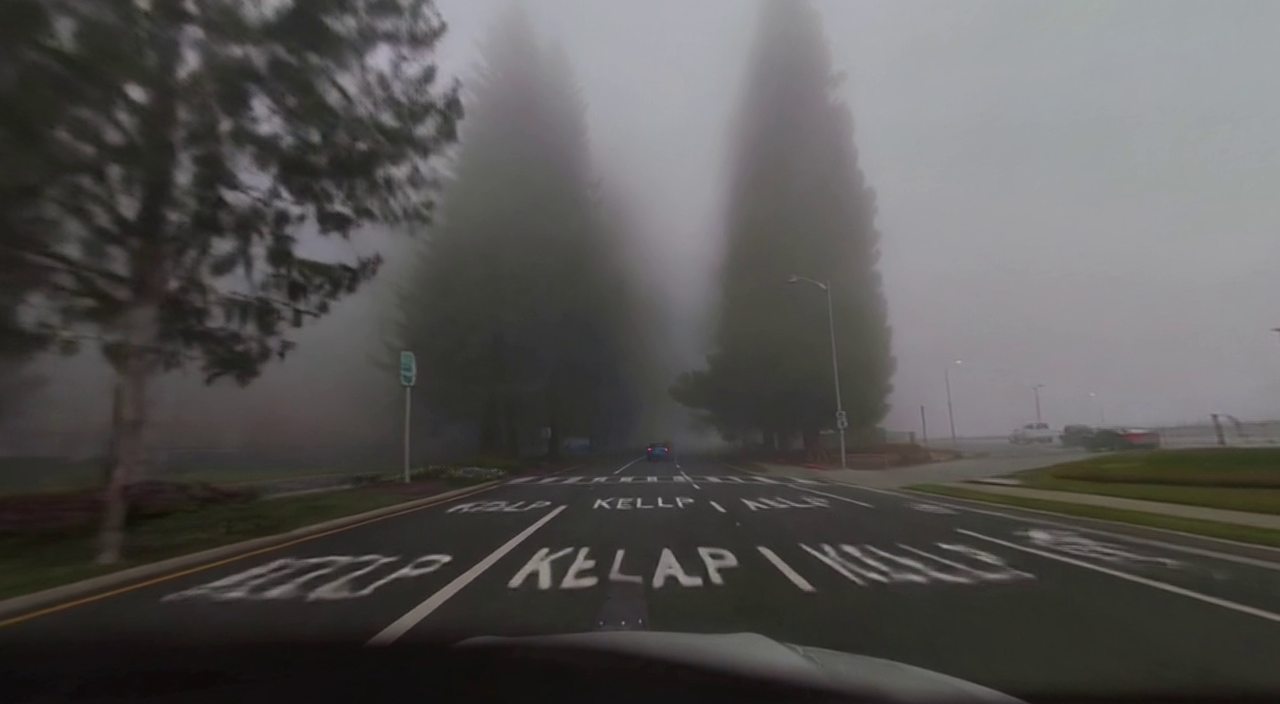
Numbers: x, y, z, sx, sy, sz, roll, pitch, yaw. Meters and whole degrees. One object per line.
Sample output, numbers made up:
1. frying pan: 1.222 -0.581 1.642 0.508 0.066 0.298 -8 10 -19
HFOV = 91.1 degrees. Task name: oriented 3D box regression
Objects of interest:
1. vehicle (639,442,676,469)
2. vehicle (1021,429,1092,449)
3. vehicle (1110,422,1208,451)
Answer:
1. vehicle: 1.046 6.334 38.553 2.144 1.505 4.128 -1 -9 1
2. vehicle: 32.182 6.762 48.533 4.002 1.501 2.000 0 -9 0
3. vehicle: 31.521 5.181 38.213 4.051 1.475 1.949 -3 -9 2
